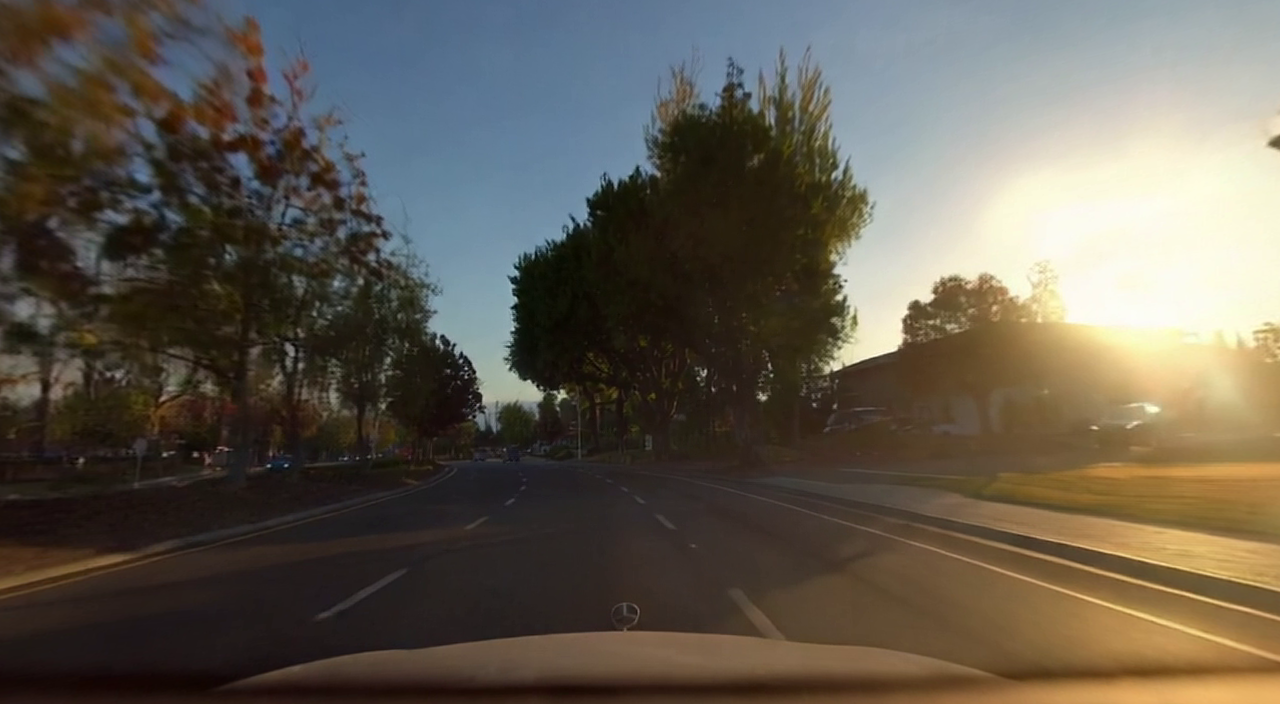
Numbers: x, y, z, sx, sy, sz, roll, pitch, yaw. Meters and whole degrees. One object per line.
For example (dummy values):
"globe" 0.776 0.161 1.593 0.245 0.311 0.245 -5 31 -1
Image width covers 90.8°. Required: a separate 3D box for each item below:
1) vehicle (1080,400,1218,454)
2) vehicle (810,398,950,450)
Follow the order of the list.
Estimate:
"vehicle" 19.734 2.967 24.478 4.802 1.900 2.373 5 -10 -30
"vehicle" 14.195 4.474 38.087 2.757 2.765 7.526 6 -11 -35
